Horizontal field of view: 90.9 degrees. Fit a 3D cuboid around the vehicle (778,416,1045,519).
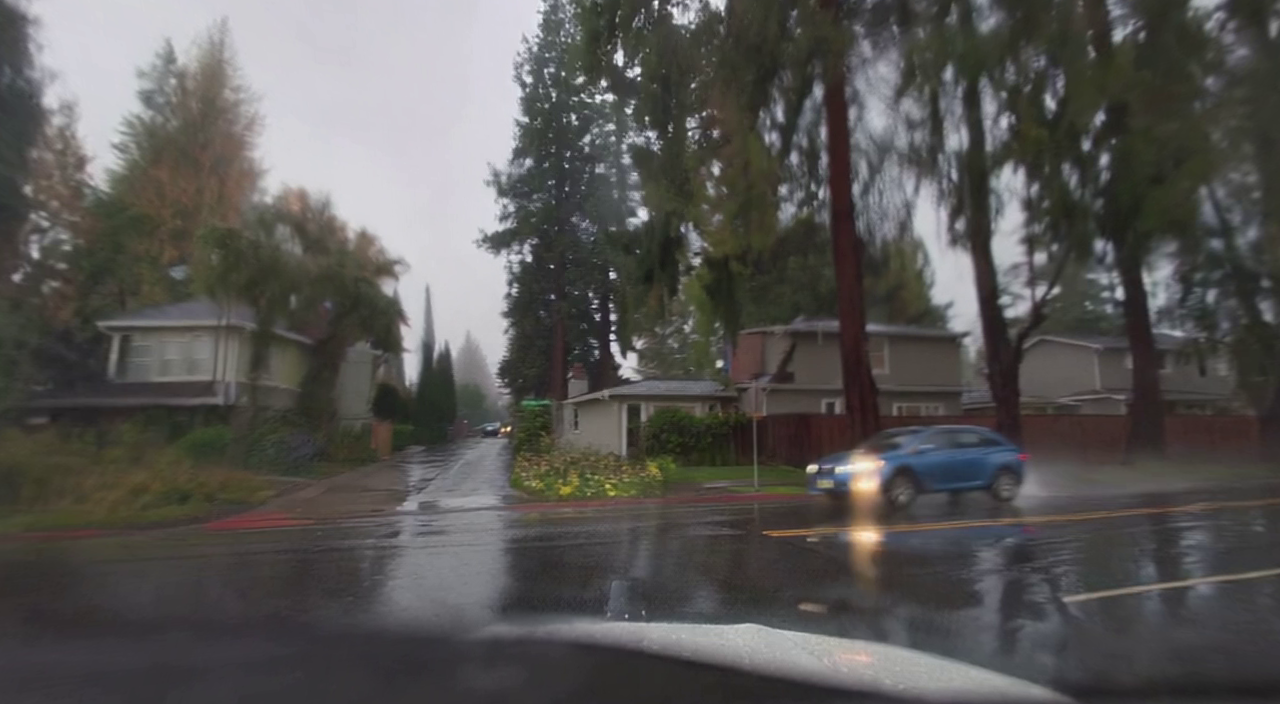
[{"bbox_3d":[5.213,2.184,12.290,4.462,1.706,2.046,3,-9,-18],"label":"vehicle"}]
